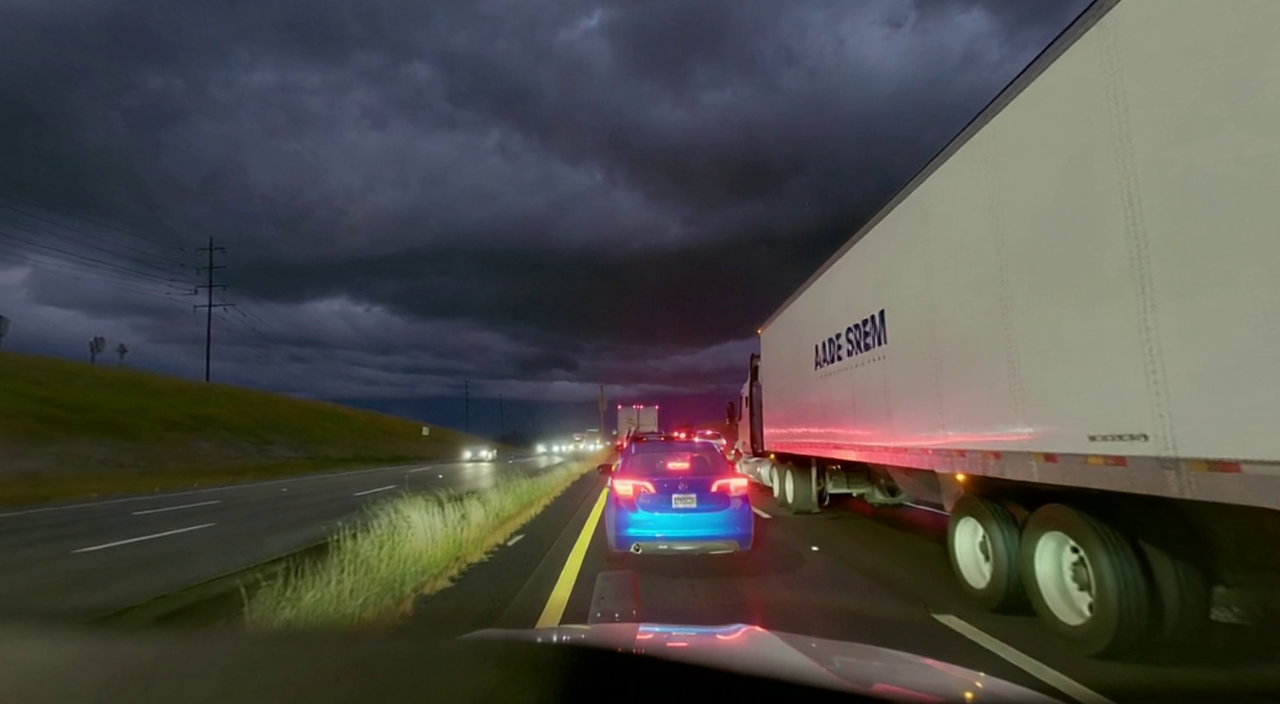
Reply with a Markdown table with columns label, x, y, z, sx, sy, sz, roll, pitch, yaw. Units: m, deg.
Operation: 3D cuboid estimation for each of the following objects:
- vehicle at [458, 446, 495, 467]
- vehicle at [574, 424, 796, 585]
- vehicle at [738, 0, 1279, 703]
| label | x | y | z | sx | sy | sz | roll | pitch | yaw |
| --- | --- | --- | --- | --- | --- | --- | --- | --- | --- |
| vehicle | -12.474 | 7.978 | 48.285 | 1.795 | 1.441 | 3.759 | -1 | -8 | 0 |
| vehicle | 0.341 | 1.660 | 7.674 | 2.045 | 1.446 | 3.597 | 0 | -8 | -2 |
| vehicle | 4.186 | 0.414 | 8.096 | 3.138 | 4.065 | 14.276 | 0 | -8 | -2 |
